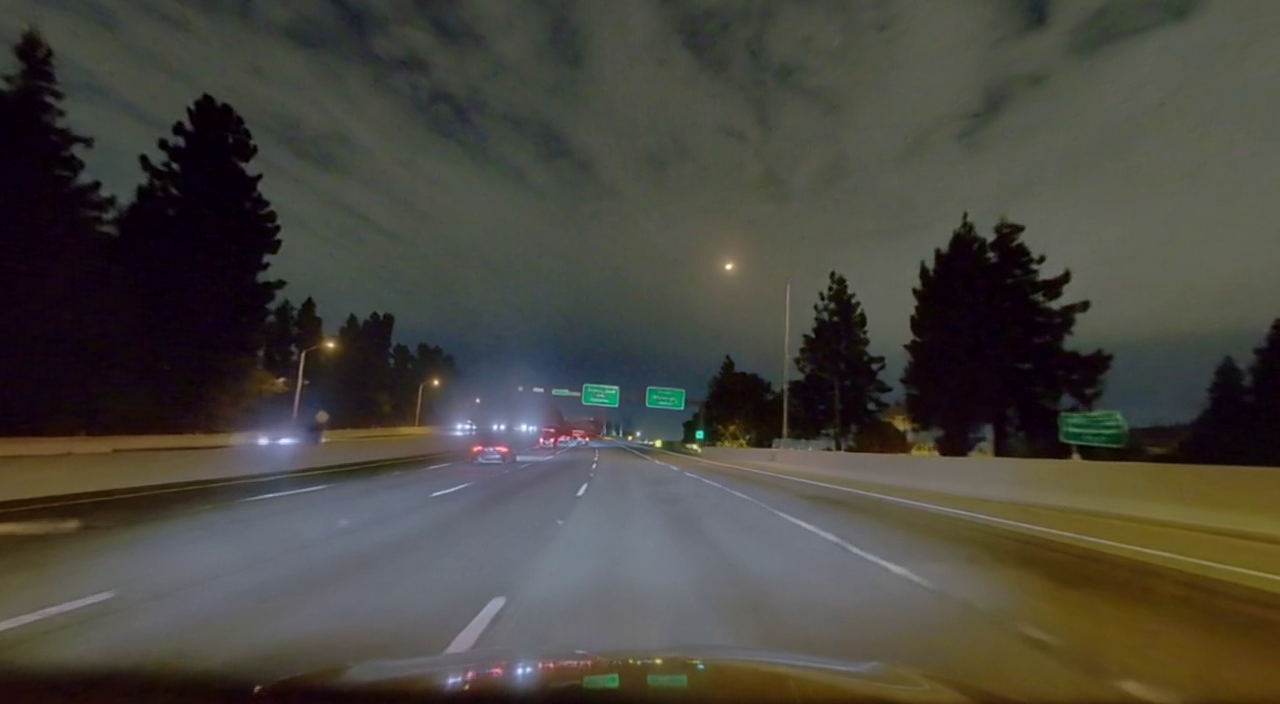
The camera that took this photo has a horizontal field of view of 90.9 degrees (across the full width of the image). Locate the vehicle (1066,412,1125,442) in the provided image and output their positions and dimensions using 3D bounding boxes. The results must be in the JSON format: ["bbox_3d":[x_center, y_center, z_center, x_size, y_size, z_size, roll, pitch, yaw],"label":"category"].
[{"bbox_3d":[31.804,5.284,43.936,2.349,1.906,5.494,-9,-12,44],"label":"vehicle"}]

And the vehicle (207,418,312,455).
[{"bbox_3d":[-22.693,5.147,38.031,2.687,2.033,6.139,0,-8,-2],"label":"vehicle"}]

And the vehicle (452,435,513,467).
[{"bbox_3d":[-7.959,5.022,32.233,2.025,1.494,4.495,0,-8,-1],"label":"vehicle"}]
